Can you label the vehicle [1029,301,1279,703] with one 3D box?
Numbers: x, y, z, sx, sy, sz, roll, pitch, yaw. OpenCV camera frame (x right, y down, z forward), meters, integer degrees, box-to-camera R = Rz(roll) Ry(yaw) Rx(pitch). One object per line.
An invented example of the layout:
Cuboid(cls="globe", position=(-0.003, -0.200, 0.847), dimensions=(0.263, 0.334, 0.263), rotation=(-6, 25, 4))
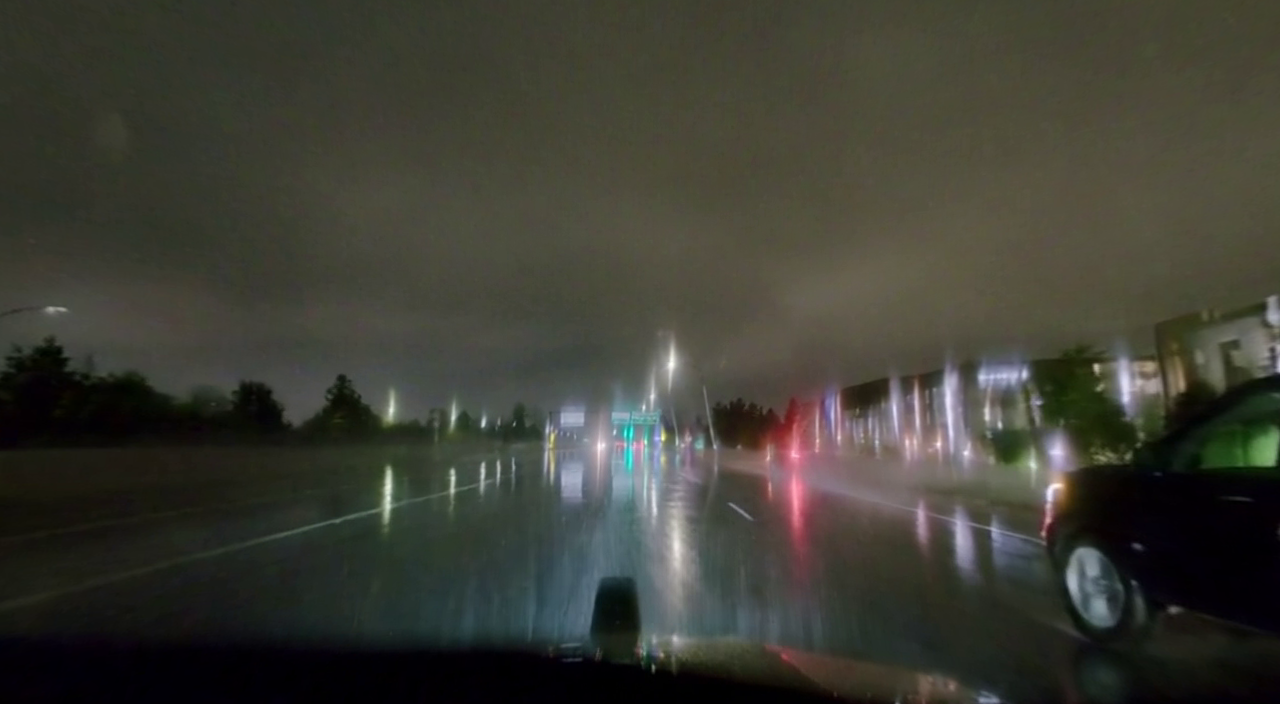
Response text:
Cuboid(cls="vehicle", position=(3.688, 0.527, 1.531), dimensions=(2.212, 1.753, 5.064), rotation=(0, -9, -1))
